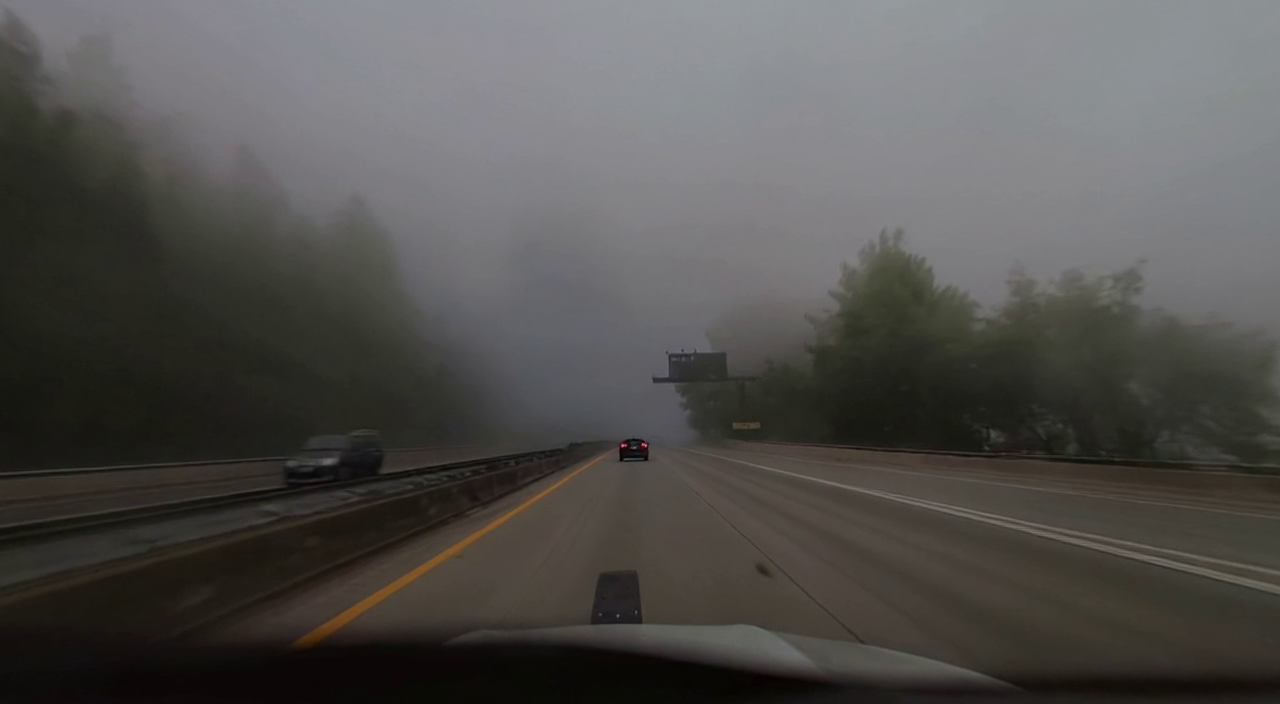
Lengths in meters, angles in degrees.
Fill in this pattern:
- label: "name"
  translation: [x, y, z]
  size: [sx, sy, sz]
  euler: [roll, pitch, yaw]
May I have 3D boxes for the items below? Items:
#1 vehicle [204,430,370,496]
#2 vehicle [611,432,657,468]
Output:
- label: "vehicle"
  translation: [-9.286, 2.915, 17.082]
  size: [1.963, 1.528, 4.497]
  euler: [0, -8, -1]
- label: "vehicle"
  translation: [-0.296, 4.347, 28.118]
  size: [1.897, 1.479, 3.724]
  euler: [0, -8, -2]
